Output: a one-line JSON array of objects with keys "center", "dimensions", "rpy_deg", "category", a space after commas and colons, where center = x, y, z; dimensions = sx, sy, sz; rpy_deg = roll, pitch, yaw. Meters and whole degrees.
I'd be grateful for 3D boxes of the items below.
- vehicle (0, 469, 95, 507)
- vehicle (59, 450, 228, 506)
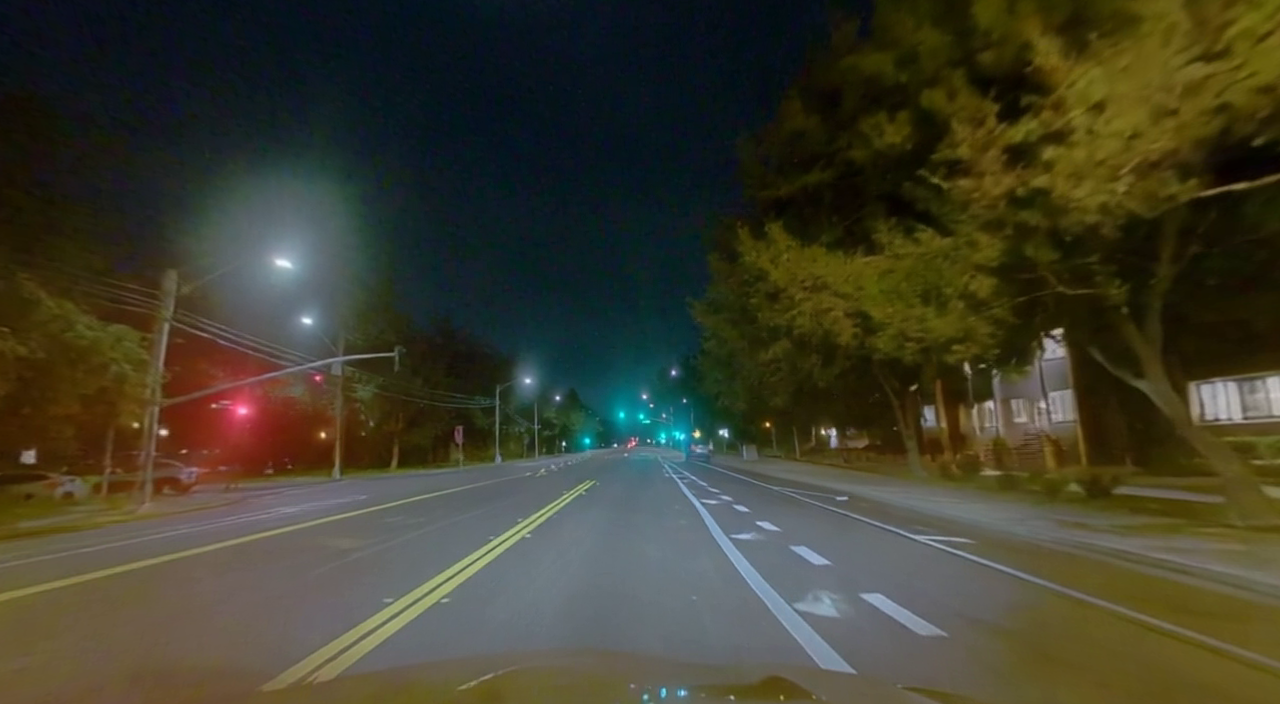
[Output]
[{"center": [-27.763, 6.048, 28.150], "dimensions": [4.696, 1.518, 2.224], "rpy_deg": [0, -8, -2], "category": "vehicle"}, {"center": [-21.929, 5.557, 27.986], "dimensions": [5.841, 1.902, 2.244], "rpy_deg": [-5, -9, 4], "category": "vehicle"}]
